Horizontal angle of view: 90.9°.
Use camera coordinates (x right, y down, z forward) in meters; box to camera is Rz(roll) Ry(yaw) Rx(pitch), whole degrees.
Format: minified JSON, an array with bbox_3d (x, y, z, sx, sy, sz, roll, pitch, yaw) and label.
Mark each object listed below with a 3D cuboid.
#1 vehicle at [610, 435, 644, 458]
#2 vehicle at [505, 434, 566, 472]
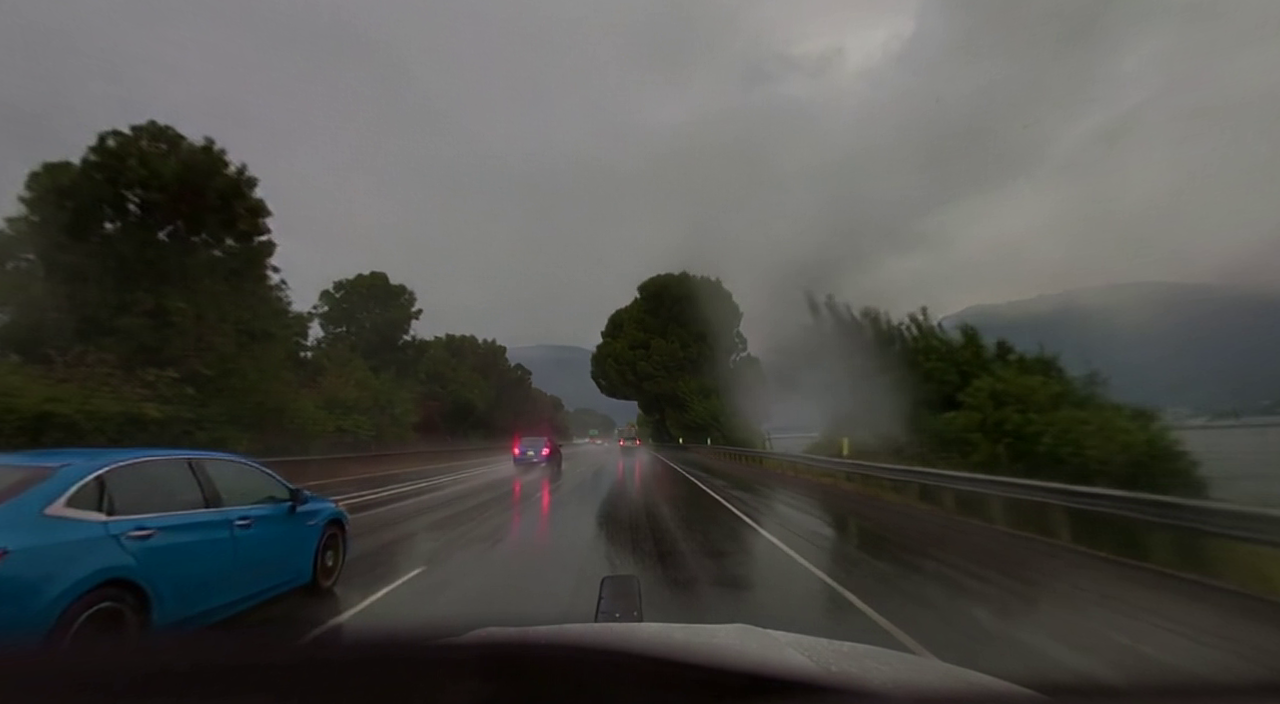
[{"bbox_3d":[-0.840,6.239,41.710,2.162,1.460,4.242,0,-8,0],"label":"vehicle"},{"bbox_3d":[-4.309,4.202,26.528,1.907,1.445,4.049,0,-8,-1],"label":"vehicle"}]
